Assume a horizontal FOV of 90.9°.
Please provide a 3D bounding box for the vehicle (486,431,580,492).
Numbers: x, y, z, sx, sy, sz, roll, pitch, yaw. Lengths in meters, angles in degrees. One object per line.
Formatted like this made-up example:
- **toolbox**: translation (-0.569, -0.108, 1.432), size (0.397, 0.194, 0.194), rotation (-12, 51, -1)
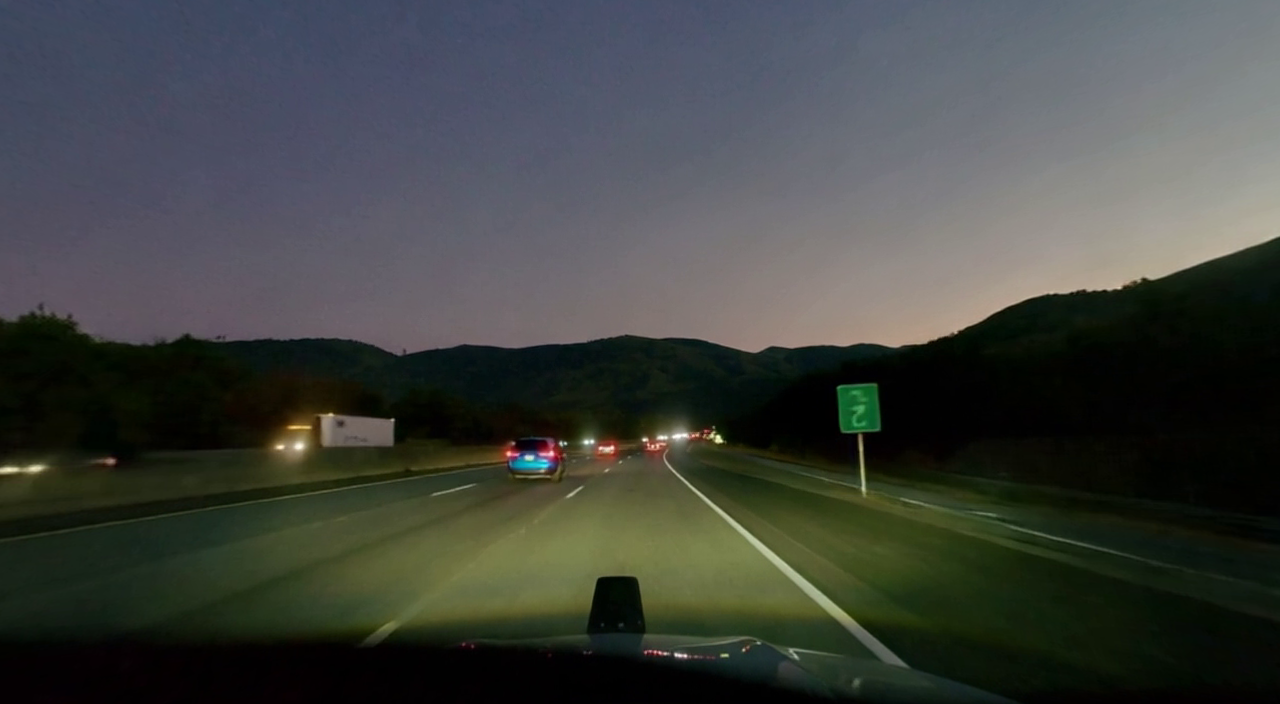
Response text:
- **vehicle**: translation (-3.278, 3.476, 20.321), size (2.138, 1.718, 4.415), rotation (0, -8, 1)

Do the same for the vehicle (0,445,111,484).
- **vehicle**: translation (-24.584, 4.556, 25.880), size (1.947, 1.470, 4.344), rotation (0, -8, 1)
